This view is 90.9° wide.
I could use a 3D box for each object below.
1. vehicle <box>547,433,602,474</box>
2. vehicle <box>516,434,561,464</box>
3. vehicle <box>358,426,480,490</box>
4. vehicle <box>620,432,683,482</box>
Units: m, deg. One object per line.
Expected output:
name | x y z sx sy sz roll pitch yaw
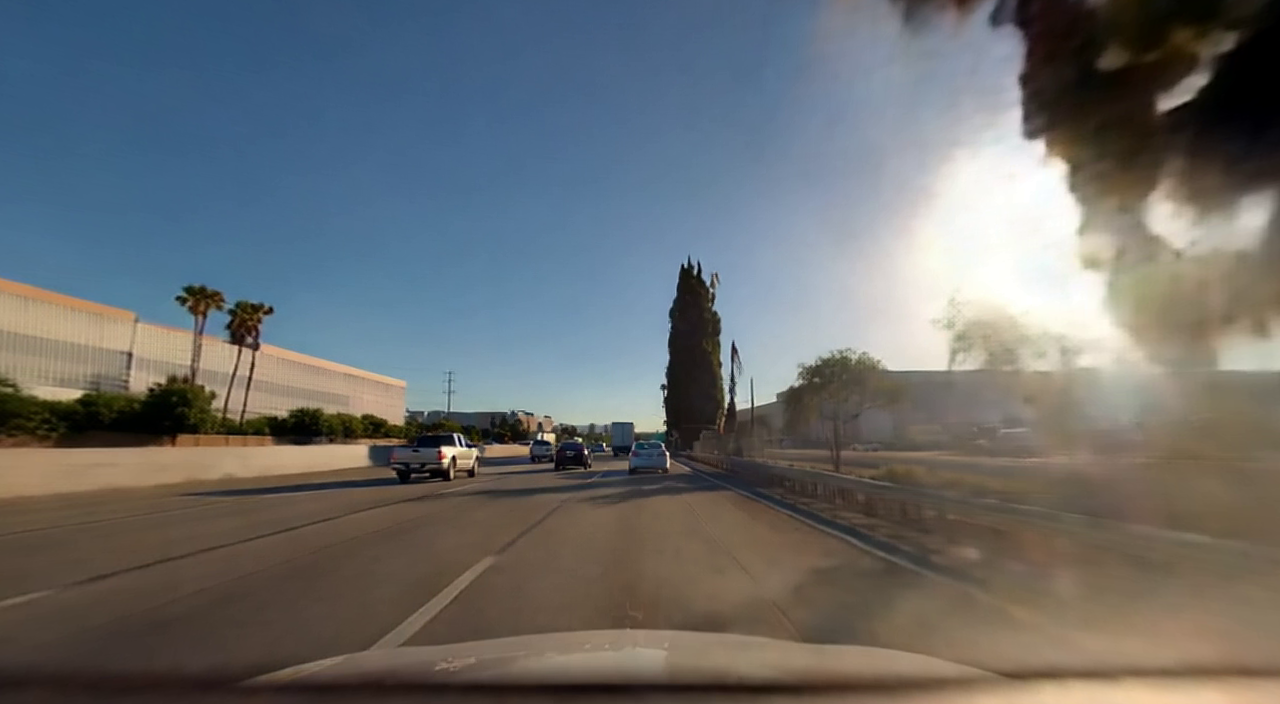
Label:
vehicle | -3.126 4.927 30.964 2.108 1.832 4.549 0 -8 1
vehicle | -6.845 6.610 43.159 2.085 1.932 4.967 -1 -8 2
vehicle | -6.903 3.367 20.342 2.105 1.790 4.689 0 -8 2
vehicle | 0.381 3.882 23.515 2.136 1.678 4.052 0 -8 0
